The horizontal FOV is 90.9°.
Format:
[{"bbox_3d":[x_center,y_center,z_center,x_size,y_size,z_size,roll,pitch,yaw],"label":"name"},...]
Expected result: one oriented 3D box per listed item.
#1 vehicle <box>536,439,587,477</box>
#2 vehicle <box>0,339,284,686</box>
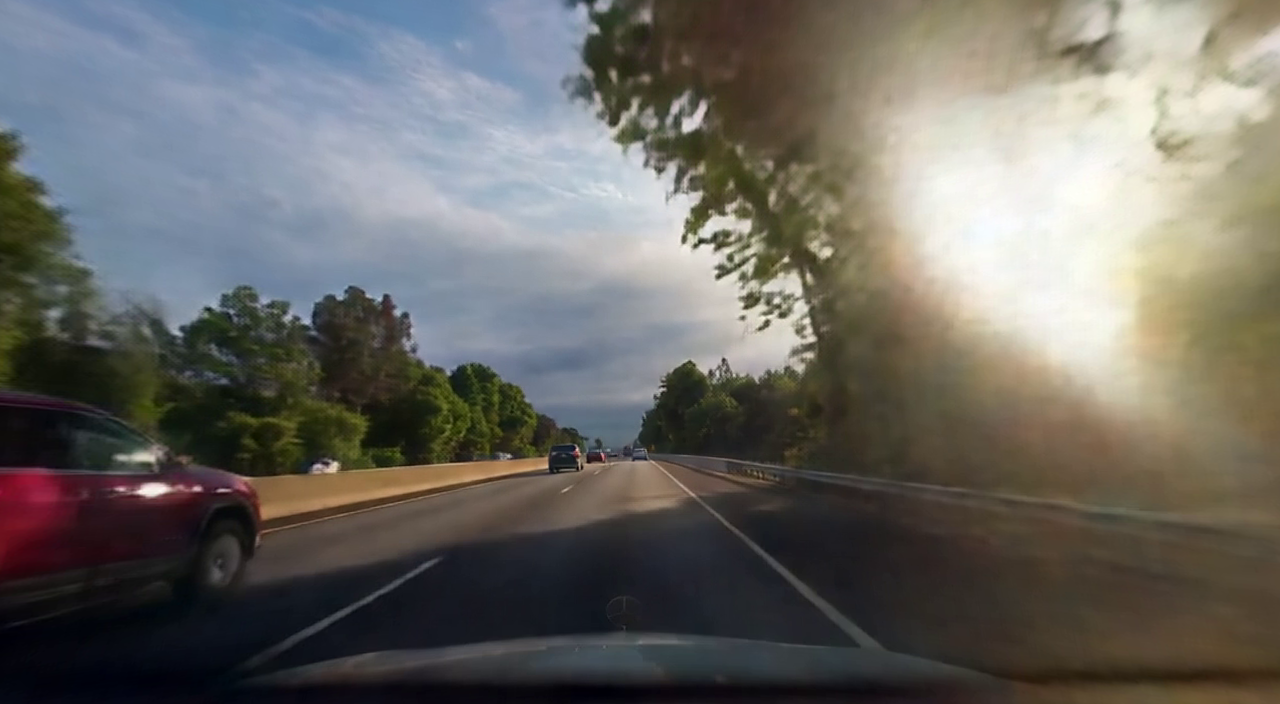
[{"bbox_3d":[-4.000,5.522,32.915,2.056,1.811,4.202,0,-9,1],"label":"vehicle"},{"bbox_3d":[-4.670,0.967,3.922,2.102,1.941,4.703,0,-9,0],"label":"vehicle"}]
